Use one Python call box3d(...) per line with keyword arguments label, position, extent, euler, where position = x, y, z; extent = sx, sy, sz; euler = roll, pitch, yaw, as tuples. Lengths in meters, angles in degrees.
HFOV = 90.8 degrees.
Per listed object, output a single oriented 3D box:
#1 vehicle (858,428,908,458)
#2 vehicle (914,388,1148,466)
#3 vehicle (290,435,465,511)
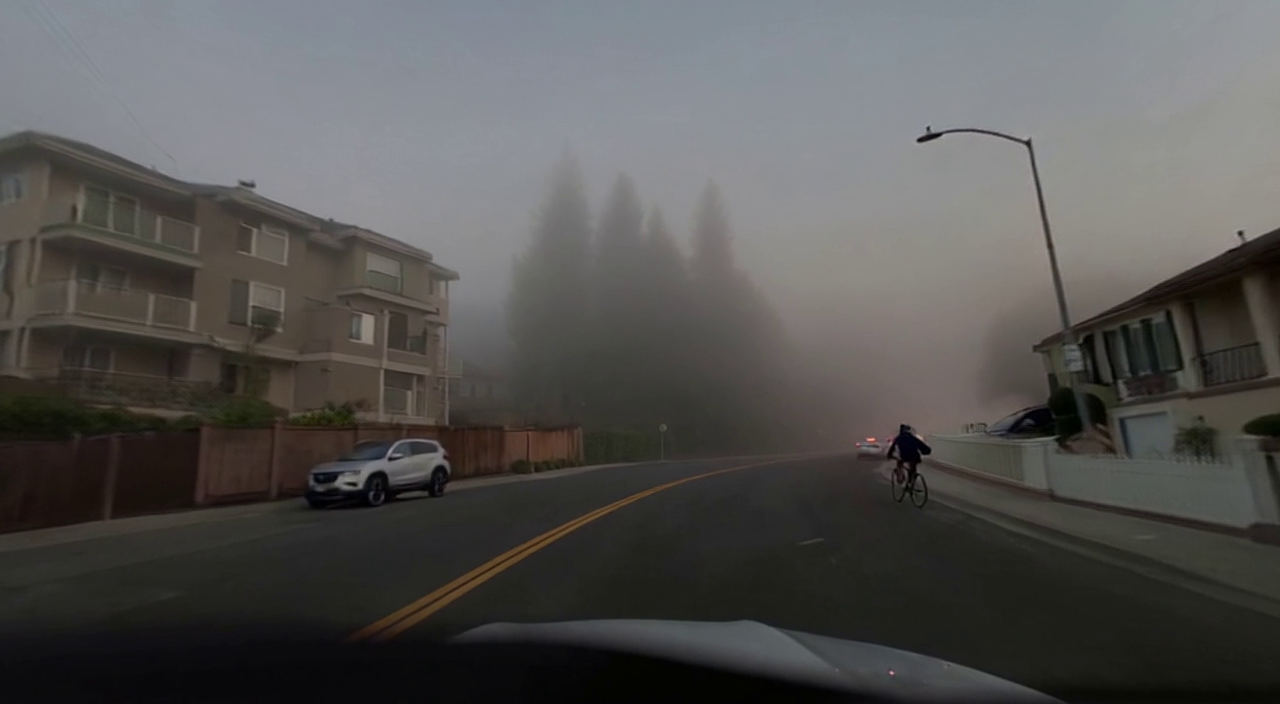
box3d(label="vehicle", position=(14.898, 5.589, 38.567), extent=(2.105, 1.705, 4.392), euler=(-5, -10, 29))
box3d(label="vehicle", position=(12.893, 2.621, 21.450), extent=(6.099, 1.973, 2.450), euler=(-7, -9, 14))
box3d(label="vehicle", position=(-6.536, 3.044, 16.426), extent=(1.937, 1.670, 4.391), euler=(-2, -9, 13))
